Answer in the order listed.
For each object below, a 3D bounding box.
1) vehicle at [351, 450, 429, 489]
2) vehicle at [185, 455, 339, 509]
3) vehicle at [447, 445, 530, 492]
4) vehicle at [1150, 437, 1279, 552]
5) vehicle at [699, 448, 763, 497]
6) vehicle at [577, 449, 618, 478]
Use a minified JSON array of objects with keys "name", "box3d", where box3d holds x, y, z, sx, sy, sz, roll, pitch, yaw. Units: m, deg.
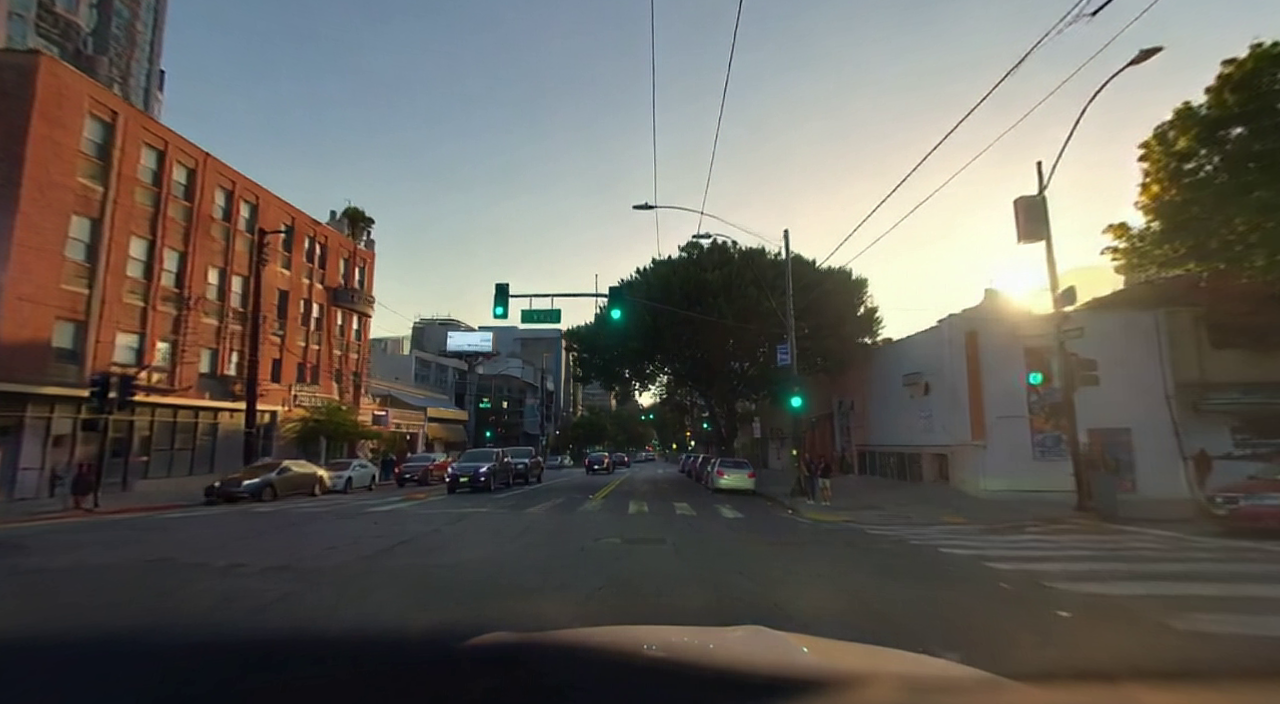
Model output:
[{"name":"vehicle","box3d":[-11.724,5.505,29.884,1.933,1.628,3.973,0,-8,2]},{"name":"vehicle","box3d":[-12.249,4.207,20.892,1.934,1.434,4.636,-1,-8,5]},{"name":"vehicle","box3d":[-5.576,4.328,23.801,1.942,1.559,4.298,0,-8,2]},{"name":"vehicle","box3d":[11.363,2.247,10.290,4.288,1.689,1.909,0,-8,3]},{"name":"vehicle","box3d":[3.629,4.869,25.812,1.924,1.765,3.954,0,-8,-1]},{"name":"vehicle","box3d":[-2.335,6.263,35.621,1.973,1.496,3.713,0,-8,1]}]
